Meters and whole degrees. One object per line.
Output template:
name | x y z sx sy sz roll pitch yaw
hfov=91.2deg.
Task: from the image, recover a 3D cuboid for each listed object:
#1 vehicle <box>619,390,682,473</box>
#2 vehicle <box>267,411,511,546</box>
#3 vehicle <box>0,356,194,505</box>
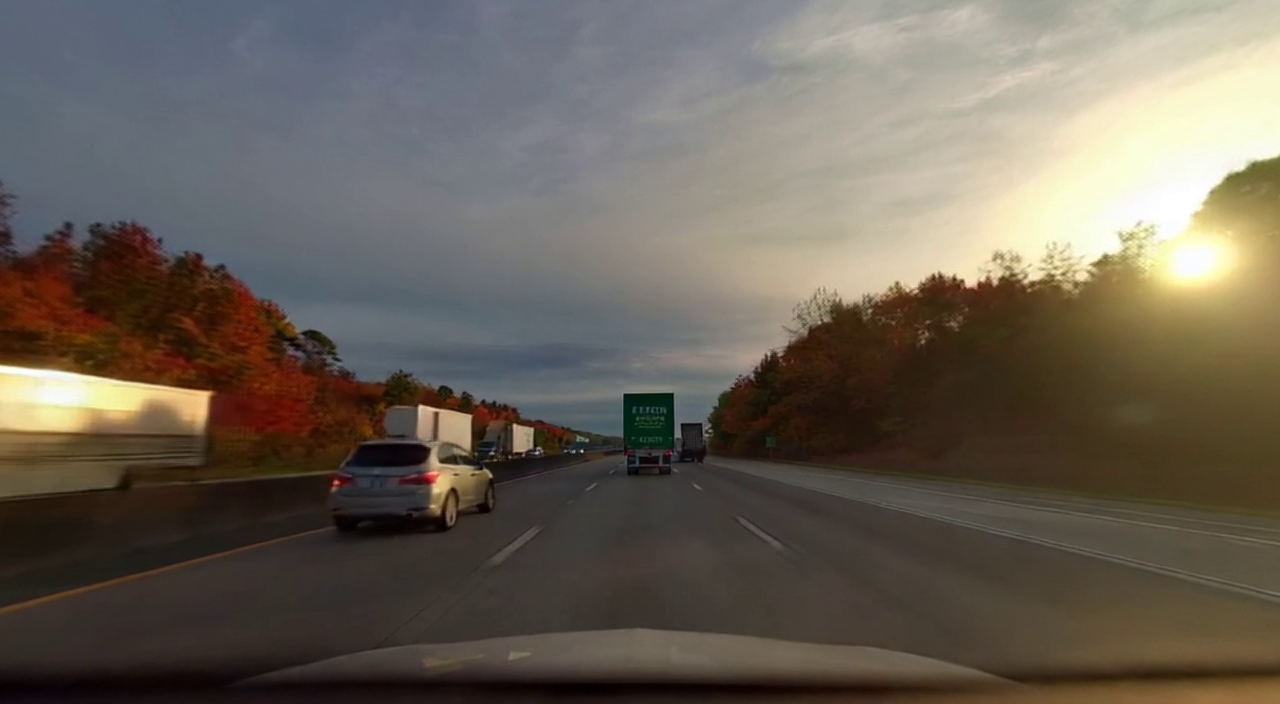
vehicle | 0.496 4.701 36.222 3.057 4.073 10.792 0 -9 0
vehicle | -3.704 1.969 10.404 2.097 1.711 4.594 0 -9 0
vehicle | -20.188 2.401 18.977 3.098 4.280 13.902 0 -9 0
